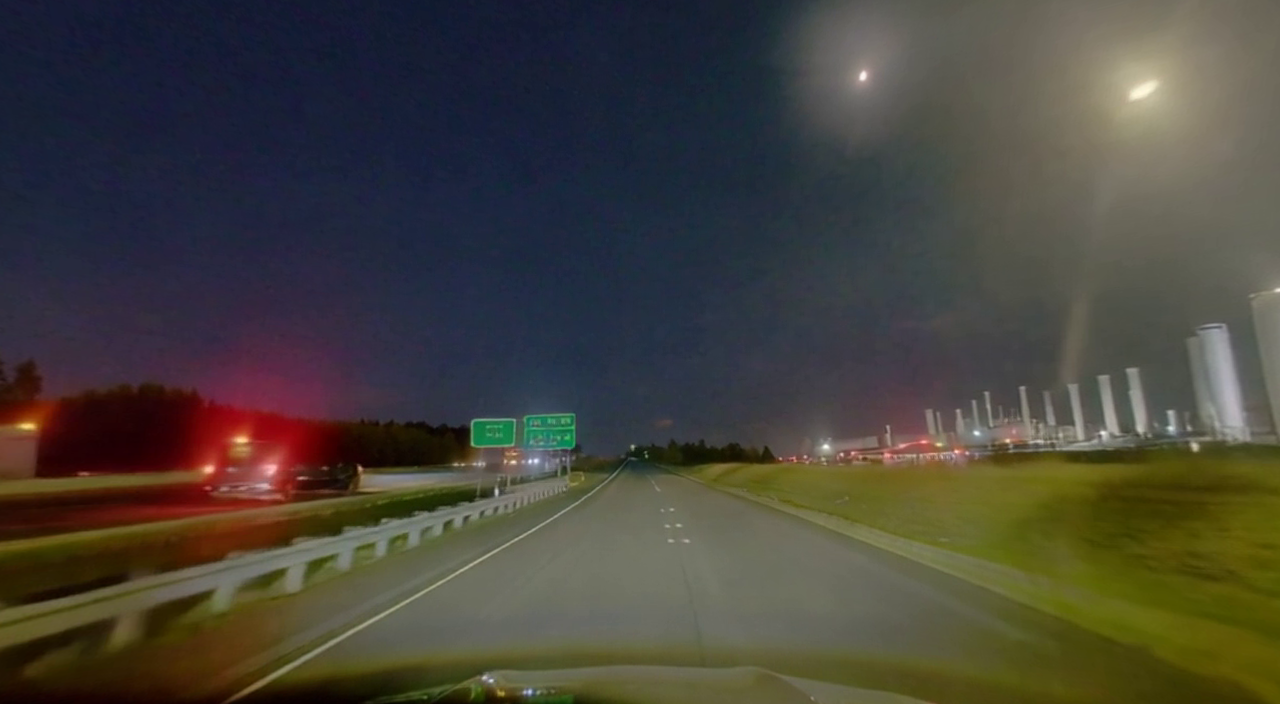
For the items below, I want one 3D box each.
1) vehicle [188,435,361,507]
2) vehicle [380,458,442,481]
[{"bbox_3d":[-15.721,5.167,28.056,2.344,2.702,7.709,-1,-9,7],"label":"vehicle"},{"bbox_3d":[-16.754,8.609,46.463,2.230,1.503,4.692,-2,-9,9],"label":"vehicle"}]
